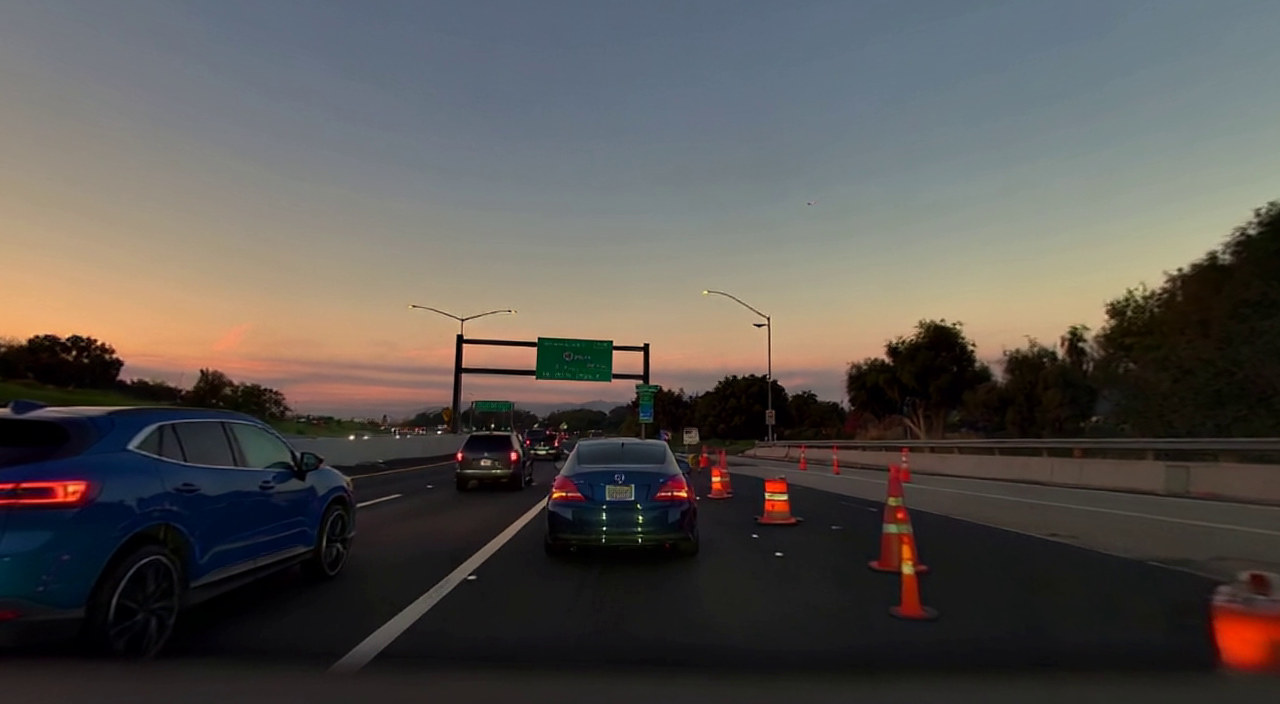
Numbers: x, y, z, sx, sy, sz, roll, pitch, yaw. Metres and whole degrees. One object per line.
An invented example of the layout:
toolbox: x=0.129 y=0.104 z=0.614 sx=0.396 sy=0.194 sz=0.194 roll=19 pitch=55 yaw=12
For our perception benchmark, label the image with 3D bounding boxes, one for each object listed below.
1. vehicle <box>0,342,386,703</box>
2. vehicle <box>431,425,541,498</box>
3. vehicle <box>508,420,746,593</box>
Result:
vehicle: x=-3.667 y=1.103 z=4.563 sx=2.025 sy=1.708 sz=4.089 roll=0 pitch=-9 yaw=-2
vehicle: x=-3.975 y=2.904 z=17.091 sx=1.982 sy=1.727 sz=4.057 roll=0 pitch=-9 yaw=-1
vehicle: x=-0.194 y=1.648 z=7.575 sx=2.069 sy=1.484 sz=3.982 roll=0 pitch=-9 yaw=-2
